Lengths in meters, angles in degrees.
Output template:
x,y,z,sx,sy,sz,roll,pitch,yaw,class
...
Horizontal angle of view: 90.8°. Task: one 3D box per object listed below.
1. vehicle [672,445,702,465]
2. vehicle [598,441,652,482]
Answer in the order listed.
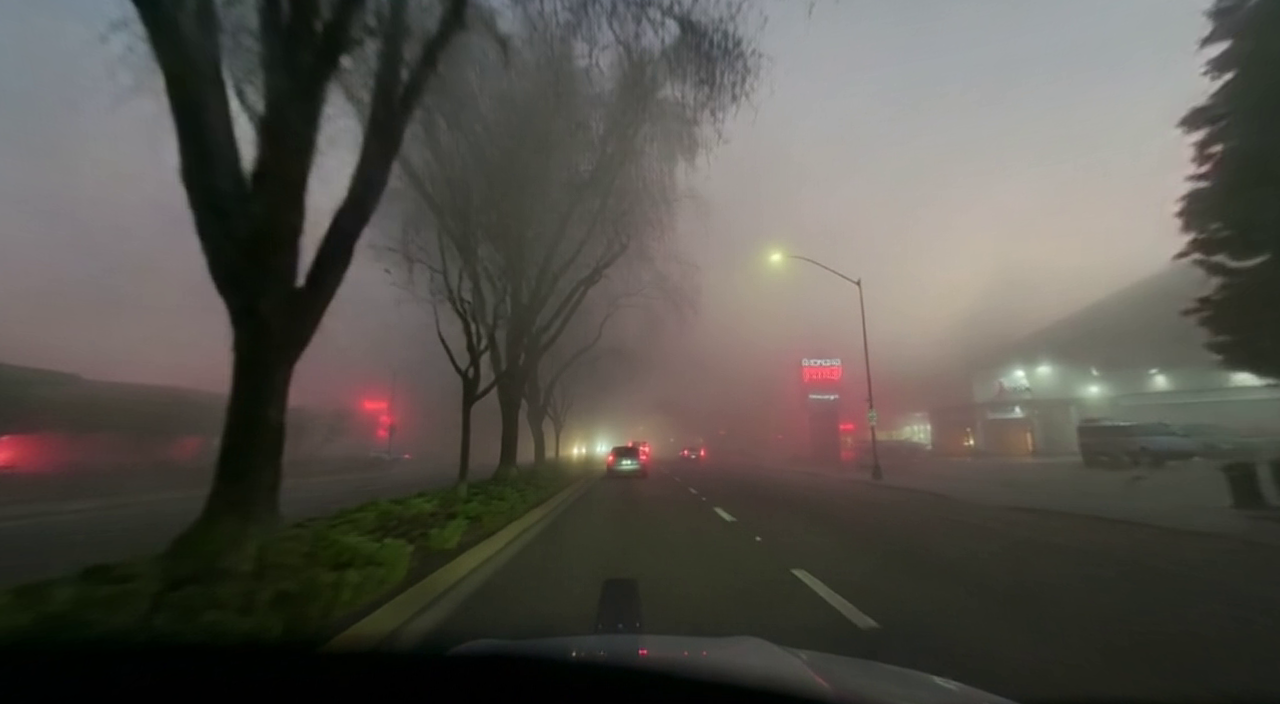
x,y,z,sx,sy,sz,roll,pitch,yaw,class
3.644,8.058,49.778,1.910,1.474,4.003,0,-8,-2,vehicle
-0.566,4.347,25.334,2.006,1.487,3.535,-1,-8,0,vehicle
